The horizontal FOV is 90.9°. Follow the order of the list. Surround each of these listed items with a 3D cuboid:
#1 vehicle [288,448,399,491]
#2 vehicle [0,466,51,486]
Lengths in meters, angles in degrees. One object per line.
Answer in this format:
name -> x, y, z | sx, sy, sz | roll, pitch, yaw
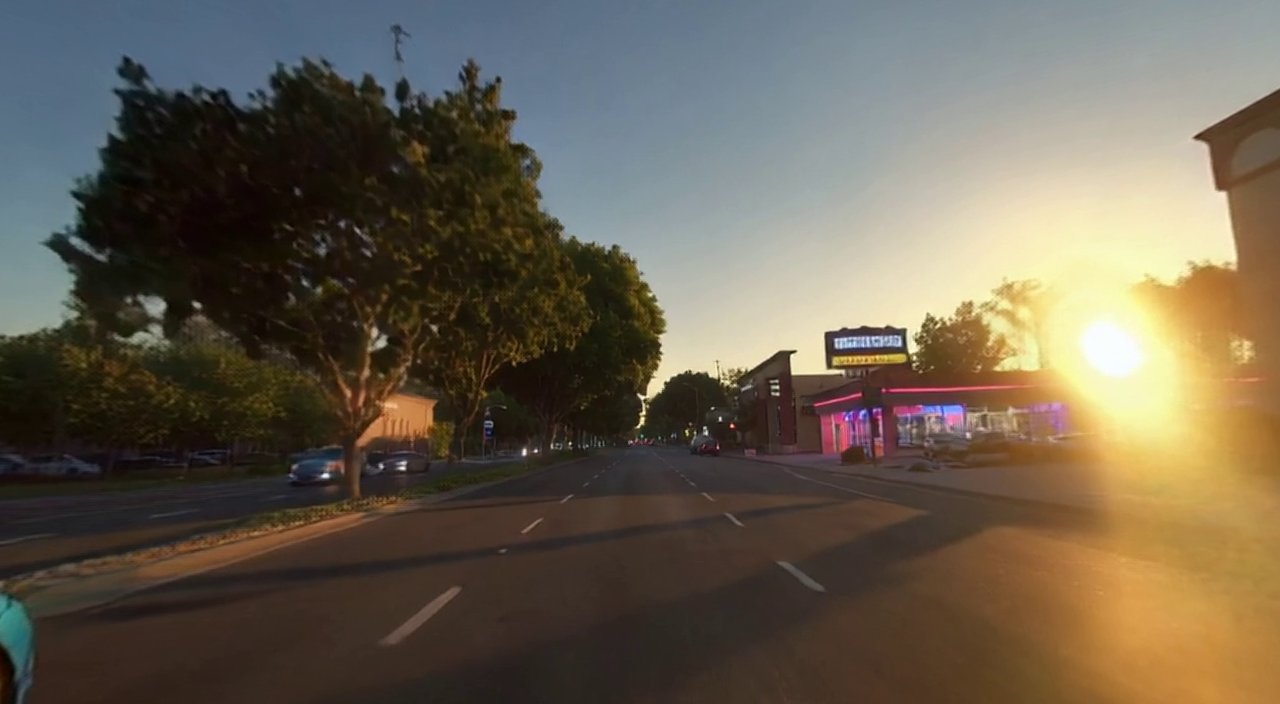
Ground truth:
vehicle -> -11.472, 4.547, 24.782 | 2.241, 1.455, 4.343 | 0, -8, 0
vehicle -> -49.669, 9.729, 49.495 | 4.933, 1.422, 1.982 | -1, -9, 3
